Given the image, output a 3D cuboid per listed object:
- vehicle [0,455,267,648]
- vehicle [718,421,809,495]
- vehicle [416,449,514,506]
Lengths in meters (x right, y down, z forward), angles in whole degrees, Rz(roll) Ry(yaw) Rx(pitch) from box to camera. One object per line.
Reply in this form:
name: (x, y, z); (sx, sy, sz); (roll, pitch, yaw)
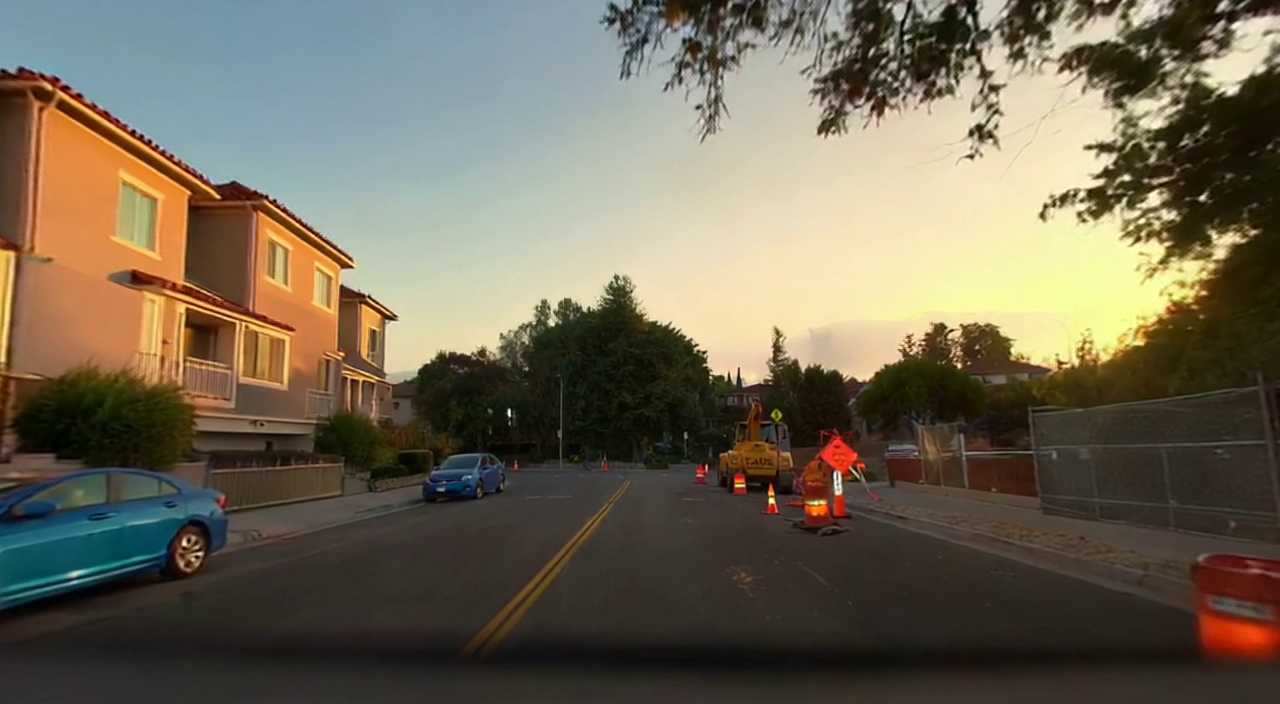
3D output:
vehicle: (-6.482, 1.964, 6.746); (1.974, 1.479, 4.888); (0, -7, 1)
vehicle: (4.670, 4.075, 24.541); (2.501, 2.613, 3.505); (1, -9, -6)
vehicle: (-6.410, 4.610, 23.735); (2.220, 1.765, 4.799); (0, -7, 1)
